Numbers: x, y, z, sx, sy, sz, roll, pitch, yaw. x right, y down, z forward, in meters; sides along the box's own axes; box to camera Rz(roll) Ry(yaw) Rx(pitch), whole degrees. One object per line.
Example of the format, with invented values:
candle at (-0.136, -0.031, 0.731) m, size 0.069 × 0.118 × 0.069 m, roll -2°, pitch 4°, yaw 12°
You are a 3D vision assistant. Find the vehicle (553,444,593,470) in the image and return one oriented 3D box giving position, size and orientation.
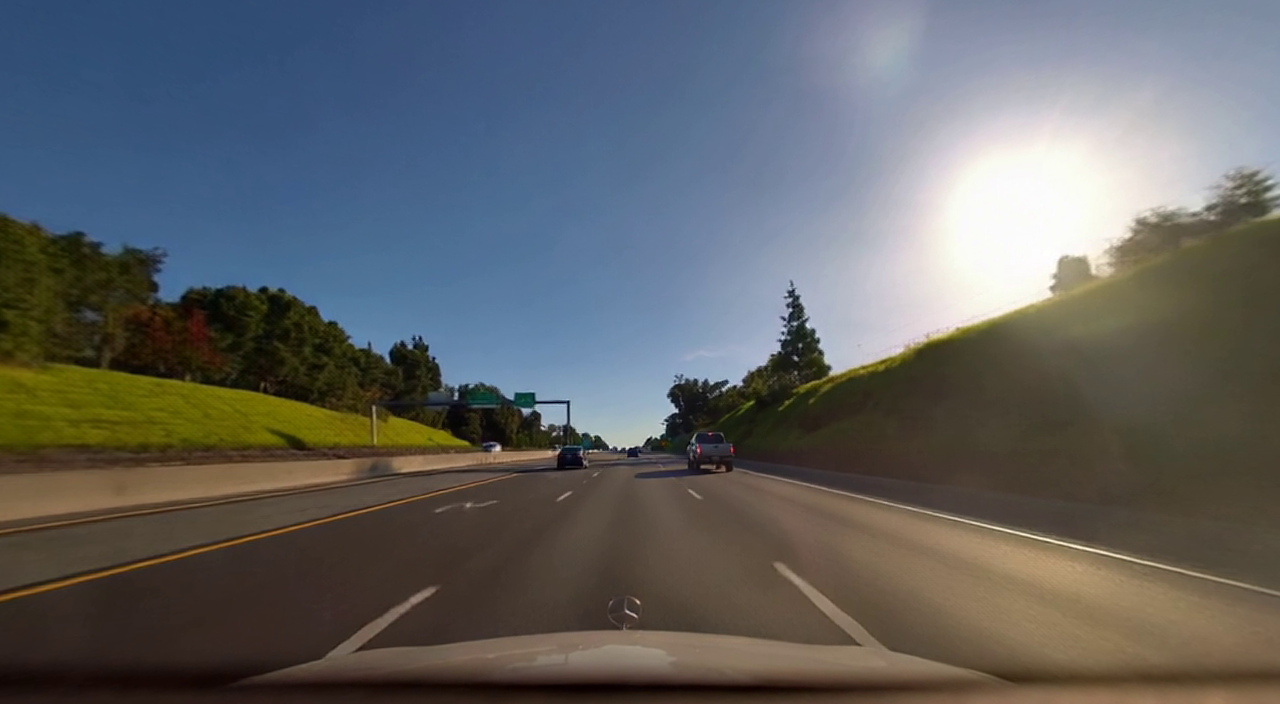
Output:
vehicle at (-4.211, 6.667, 40.251) m, size 2.054 × 1.529 × 4.368 m, roll 0°, pitch -9°, yaw 0°

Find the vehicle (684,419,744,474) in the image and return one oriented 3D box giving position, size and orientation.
vehicle at (3.765, 5.013, 33.287) m, size 2.361 × 2.636 × 5.684 m, roll 0°, pitch -9°, yaw -2°
